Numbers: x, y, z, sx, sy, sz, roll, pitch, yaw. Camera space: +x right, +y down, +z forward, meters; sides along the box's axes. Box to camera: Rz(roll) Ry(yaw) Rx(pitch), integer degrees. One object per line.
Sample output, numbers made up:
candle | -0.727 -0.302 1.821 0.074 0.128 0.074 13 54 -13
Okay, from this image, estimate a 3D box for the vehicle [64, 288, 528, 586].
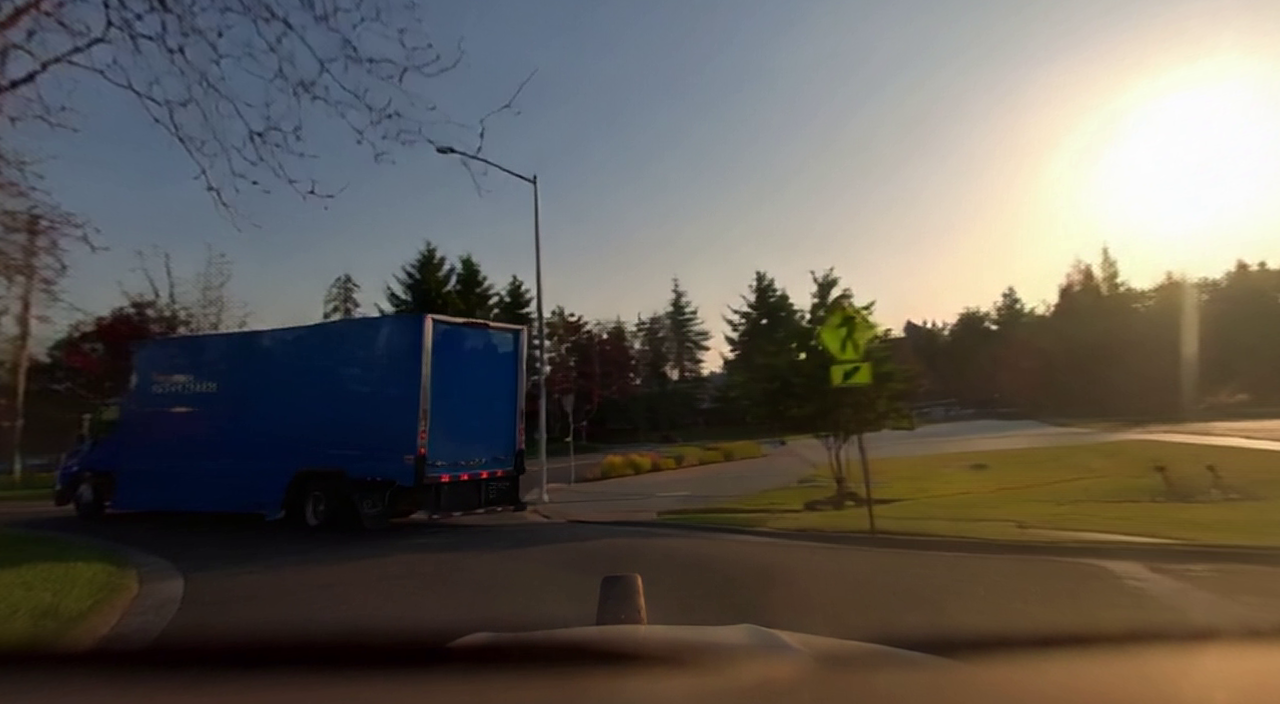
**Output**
vehicle | -6.499 1.458 10.959 9.680 3.326 2.838 -6 -10 34
